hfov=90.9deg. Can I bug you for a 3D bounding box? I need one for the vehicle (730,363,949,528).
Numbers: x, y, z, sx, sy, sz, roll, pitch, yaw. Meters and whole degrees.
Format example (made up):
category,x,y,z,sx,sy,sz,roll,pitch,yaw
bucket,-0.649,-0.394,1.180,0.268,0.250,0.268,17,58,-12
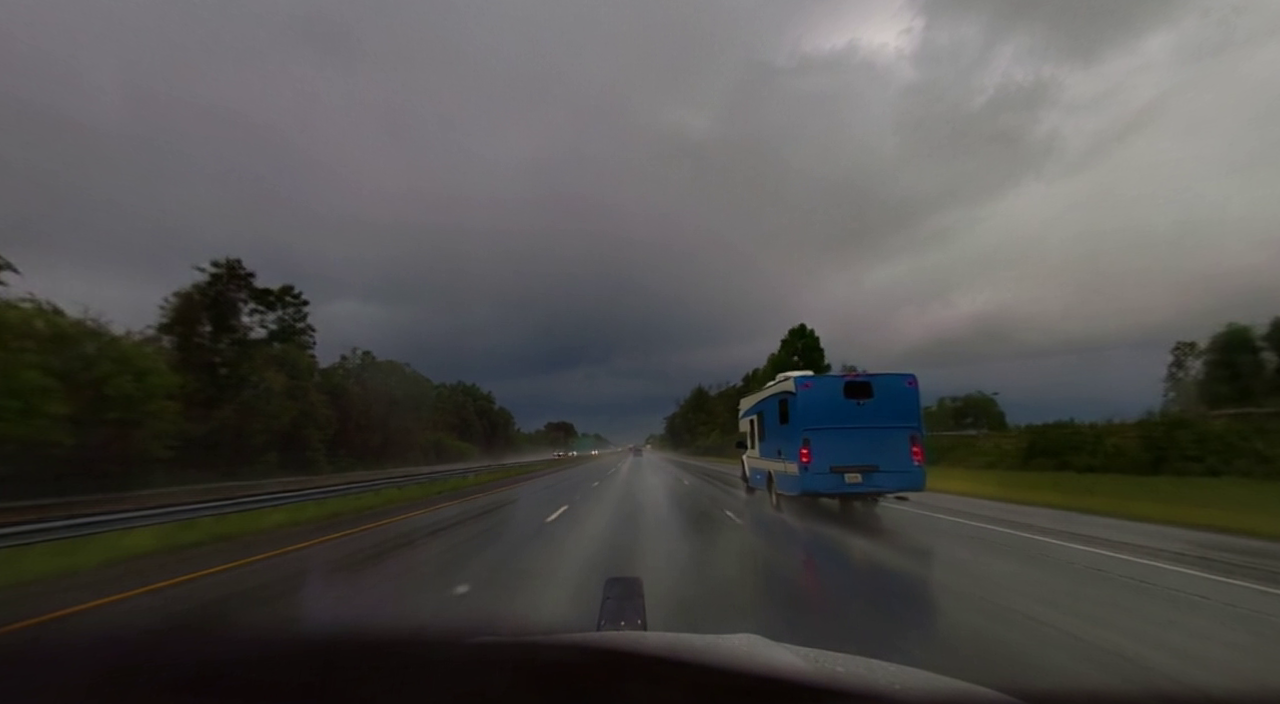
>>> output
category,x,y,z,sx,sy,sz,roll,pitch,yaw
vehicle,3.803,2.047,13.835,2.556,2.763,6.287,0,-9,-1
